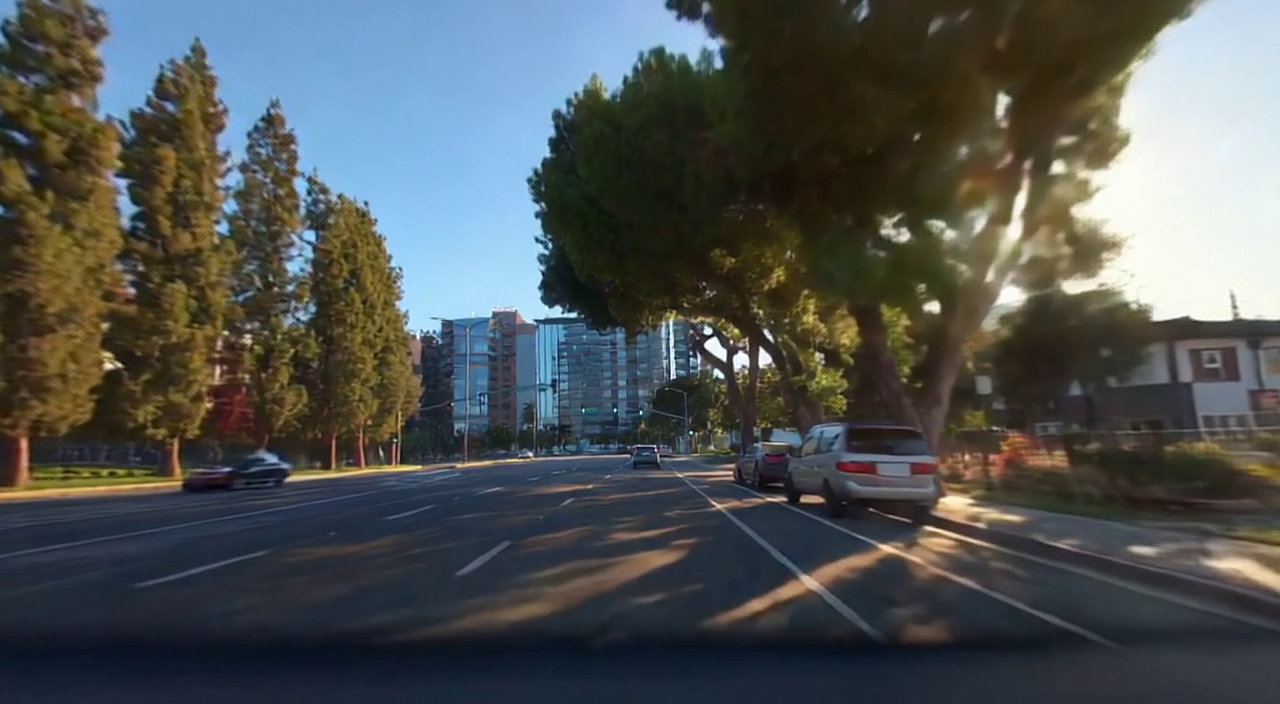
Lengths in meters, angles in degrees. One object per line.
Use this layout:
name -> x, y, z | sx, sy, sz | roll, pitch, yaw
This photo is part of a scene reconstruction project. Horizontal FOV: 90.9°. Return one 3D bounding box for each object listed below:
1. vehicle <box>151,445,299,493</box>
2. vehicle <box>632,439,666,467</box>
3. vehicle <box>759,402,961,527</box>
vehicle -> -14.278, 4.014, 22.116 | 1.960, 1.487, 4.632 | 0, -8, 1
vehicle -> 0.595, 6.808, 42.583 | 2.169, 1.751, 4.276 | 0, -8, 1
vehicle -> 4.321, 2.371, 13.908 | 2.162, 2.080, 6.515 | 0, -8, 1
